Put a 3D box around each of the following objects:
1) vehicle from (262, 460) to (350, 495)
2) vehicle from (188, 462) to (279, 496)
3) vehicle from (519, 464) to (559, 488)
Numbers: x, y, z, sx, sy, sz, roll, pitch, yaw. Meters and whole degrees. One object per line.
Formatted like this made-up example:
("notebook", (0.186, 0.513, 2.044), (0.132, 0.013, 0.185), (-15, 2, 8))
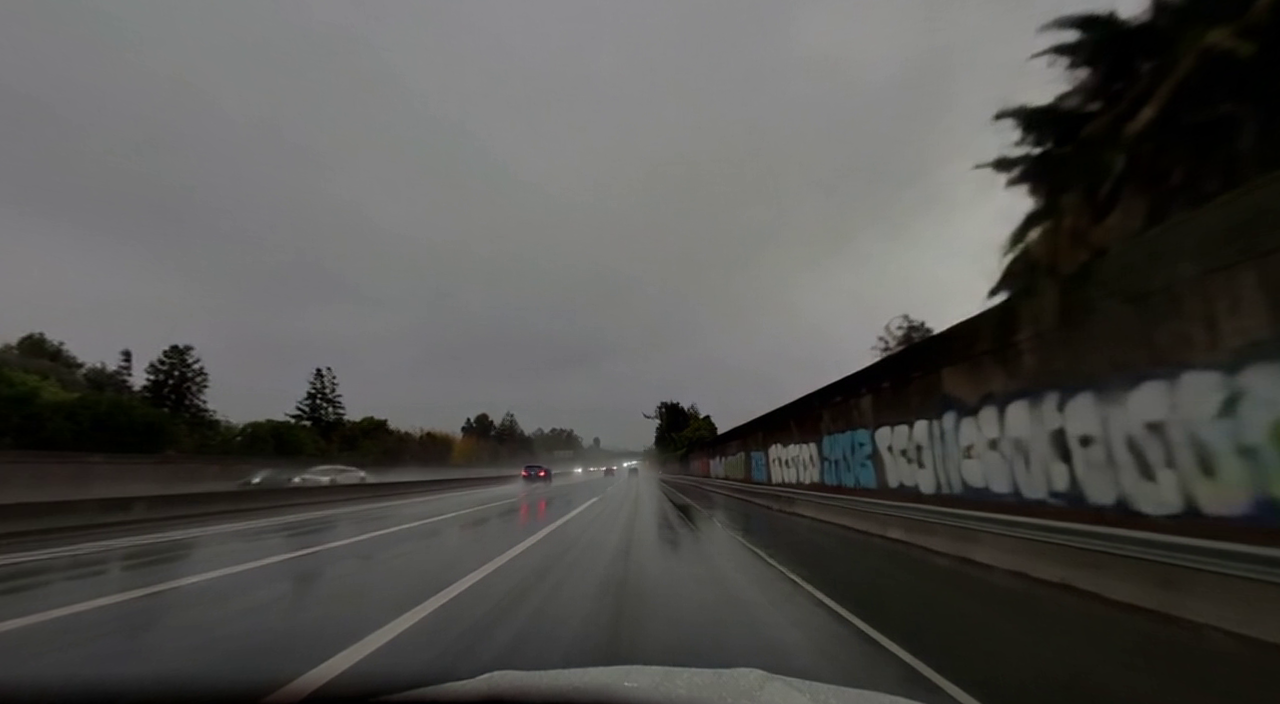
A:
("vehicle", (-15.533, 5.861, 29.564), (1.851, 1.459, 4.101), (1, -11, 0))
("vehicle", (-22.950, 7.195, 35.818), (2.044, 1.778, 4.622), (1, -11, 0))
("vehicle", (-7.337, 9.070, 46.254), (2.124, 1.630, 4.416), (1, -11, 0))
